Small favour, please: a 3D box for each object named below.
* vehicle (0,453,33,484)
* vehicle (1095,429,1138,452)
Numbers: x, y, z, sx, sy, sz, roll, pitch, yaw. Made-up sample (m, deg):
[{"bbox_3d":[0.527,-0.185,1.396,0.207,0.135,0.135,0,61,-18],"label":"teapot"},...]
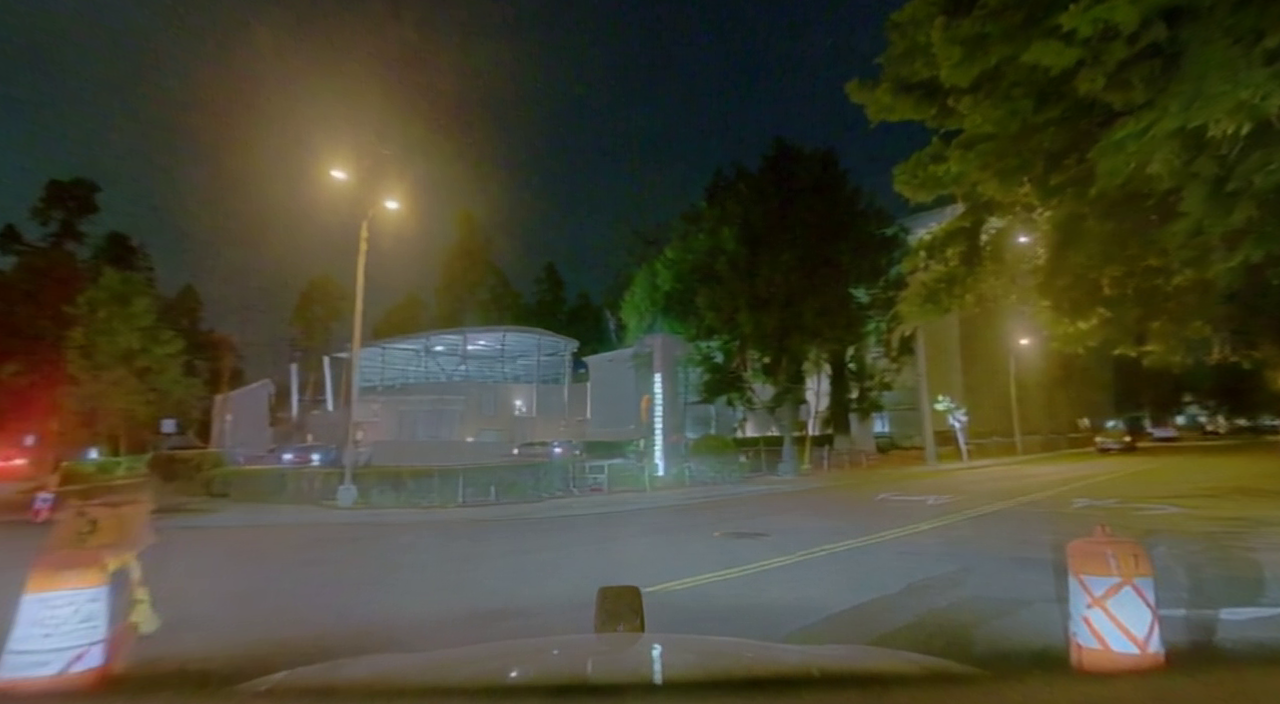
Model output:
[{"bbox_3d":[-38.137,6.946,37.981,2.110,1.733,4.028,8,-12,-44],"label":"vehicle"},{"bbox_3d":[35.409,6.524,46.871,1.955,1.479,4.100,-7,-8,44],"label":"vehicle"}]
